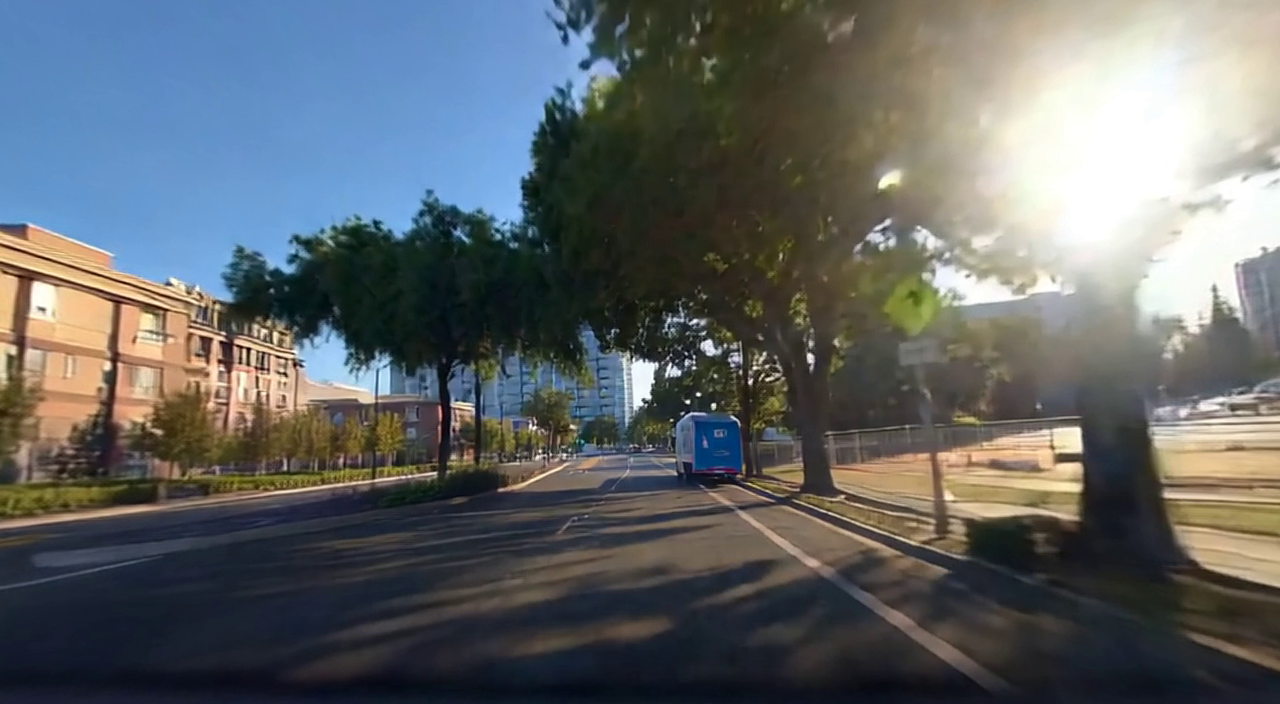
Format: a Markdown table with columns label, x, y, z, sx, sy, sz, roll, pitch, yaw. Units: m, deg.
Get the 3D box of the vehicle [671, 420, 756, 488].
| label | x | y | z | sx | sy | sz | roll | pitch | yaw |
| --- | --- | --- | --- | --- | --- | --- | --- | --- | --- |
| vehicle | 2.567 | 3.770 | 23.477 | 2.514 | 2.218 | 5.013 | 0 | -9 | 0 |
